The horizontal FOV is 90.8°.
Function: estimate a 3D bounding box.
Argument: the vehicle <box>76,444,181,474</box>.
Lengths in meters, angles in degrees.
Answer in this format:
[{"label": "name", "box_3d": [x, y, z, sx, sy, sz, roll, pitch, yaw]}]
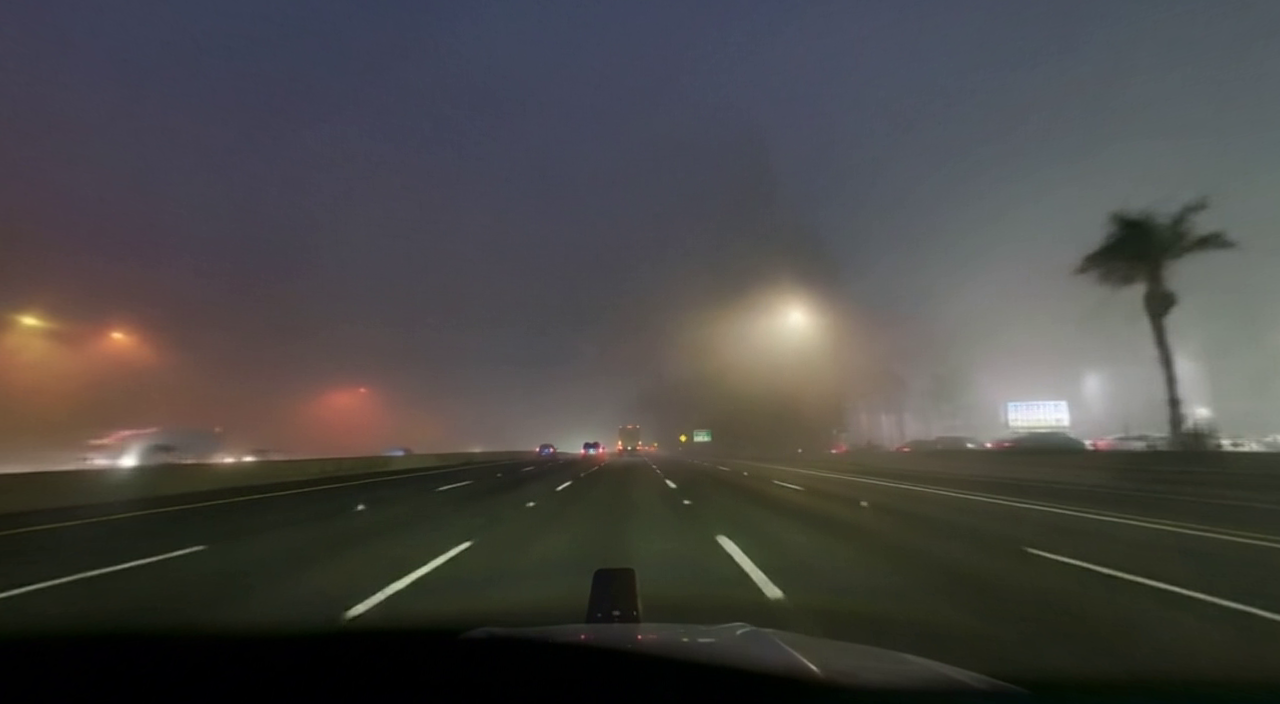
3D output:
[{"label": "vehicle", "box_3d": [-29.615, 6.213, 36.845, 2.045, 1.597, 4.864, 0, -9, 0]}]

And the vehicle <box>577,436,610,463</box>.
[{"label": "vehicle", "box_3d": [-3.598, 7.690, 49.899, 2.390, 2.007, 4.901, 0, -9, -1]}]

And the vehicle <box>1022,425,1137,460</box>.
[{"label": "vehicle", "box_3d": [23.586, 4.873, 34.032, 4.675, 1.823, 2.059, 0, -8, -2]}]

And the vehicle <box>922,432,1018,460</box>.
[{"label": "vehicle", "box_3d": [22.720, 6.489, 43.646, 5.372, 1.852, 2.284, 0, -8, -1]}]
